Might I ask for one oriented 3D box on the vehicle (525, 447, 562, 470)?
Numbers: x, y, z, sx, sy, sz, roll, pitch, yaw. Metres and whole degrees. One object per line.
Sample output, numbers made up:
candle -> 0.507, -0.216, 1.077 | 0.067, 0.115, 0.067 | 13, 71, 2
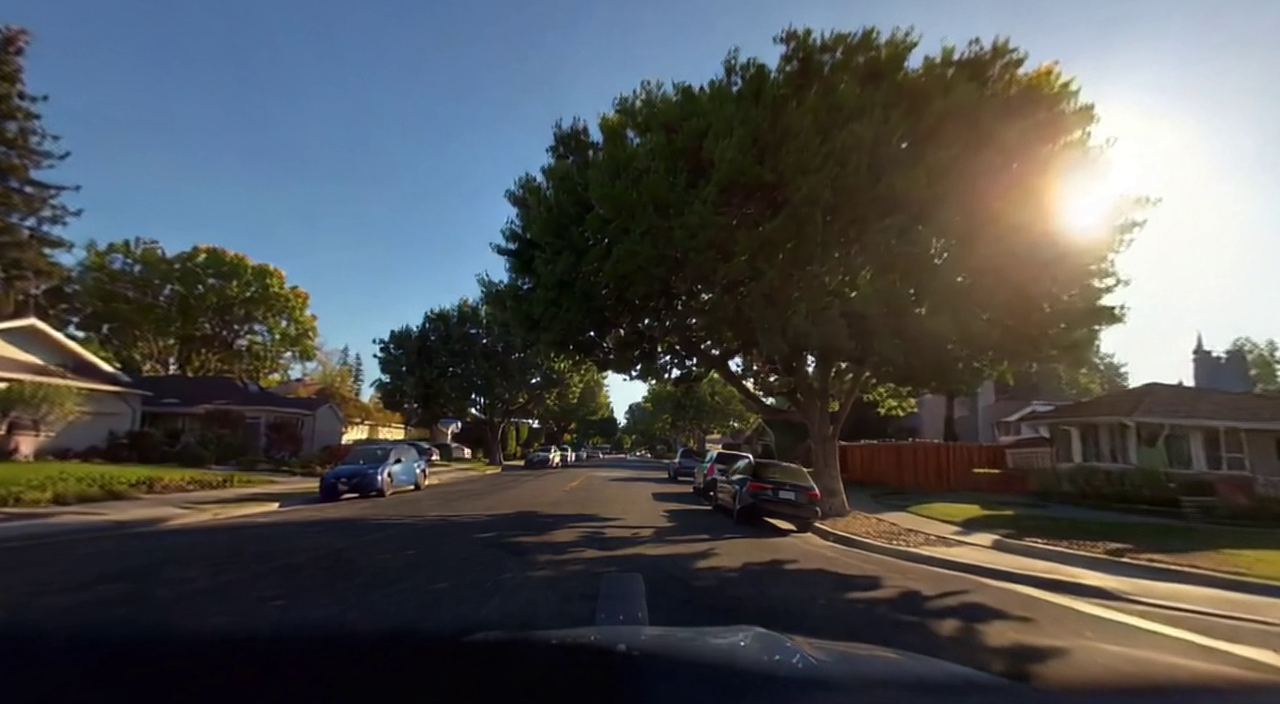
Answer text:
vehicle -> -7.472, 8.265, 49.376 | 1.988, 1.653, 4.351 | -1, -8, 4

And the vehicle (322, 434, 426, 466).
vehicle -> -13.499, 5.028, 32.308 | 4.423, 1.522, 1.961 | 1, -9, -2

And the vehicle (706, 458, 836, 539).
vehicle -> 2.802, 3.243, 14.550 | 1.881, 1.487, 4.183 | 1, -9, -3
